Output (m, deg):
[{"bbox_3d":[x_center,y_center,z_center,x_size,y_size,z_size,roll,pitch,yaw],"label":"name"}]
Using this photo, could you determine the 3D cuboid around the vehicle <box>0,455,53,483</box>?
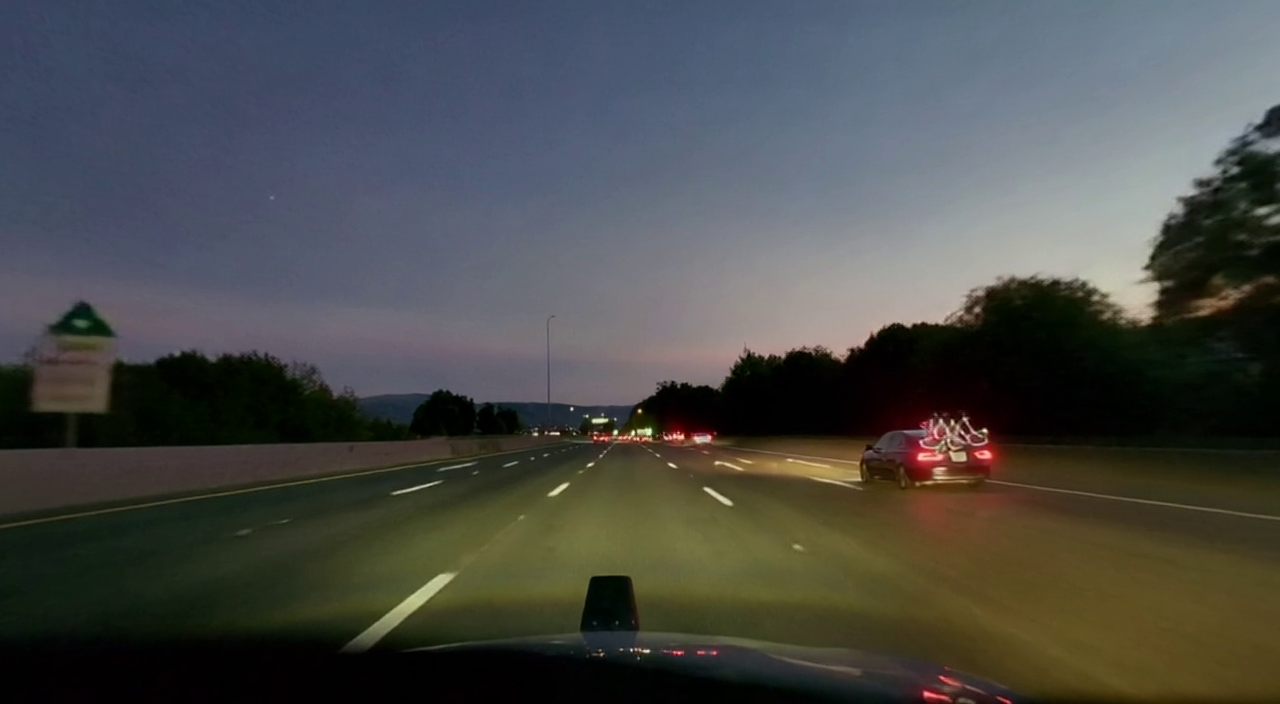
[{"bbox_3d":[-38.017,7.022,37.938,1.739,1.457,4.072,1,-8,-7],"label":"vehicle"}]

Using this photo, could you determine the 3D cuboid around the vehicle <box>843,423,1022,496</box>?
[{"bbox_3d":[6.899,2.569,15.588,2.034,1.511,4.785,0,-8,-1],"label":"vehicle"}]
